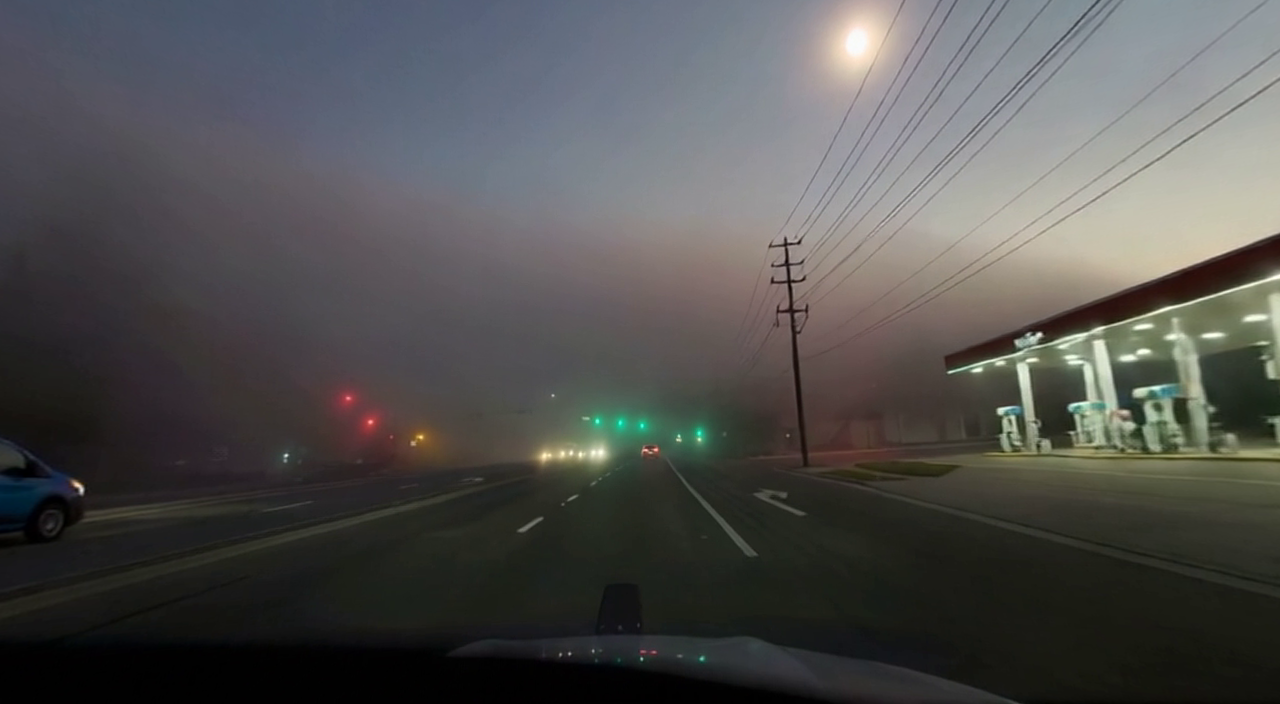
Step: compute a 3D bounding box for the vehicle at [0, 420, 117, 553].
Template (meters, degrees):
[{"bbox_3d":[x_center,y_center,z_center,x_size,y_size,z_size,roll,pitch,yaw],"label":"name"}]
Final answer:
[{"bbox_3d":[-10.038,1.792,8.219,2.149,1.848,4.961,0,-9,1],"label":"vehicle"}]
